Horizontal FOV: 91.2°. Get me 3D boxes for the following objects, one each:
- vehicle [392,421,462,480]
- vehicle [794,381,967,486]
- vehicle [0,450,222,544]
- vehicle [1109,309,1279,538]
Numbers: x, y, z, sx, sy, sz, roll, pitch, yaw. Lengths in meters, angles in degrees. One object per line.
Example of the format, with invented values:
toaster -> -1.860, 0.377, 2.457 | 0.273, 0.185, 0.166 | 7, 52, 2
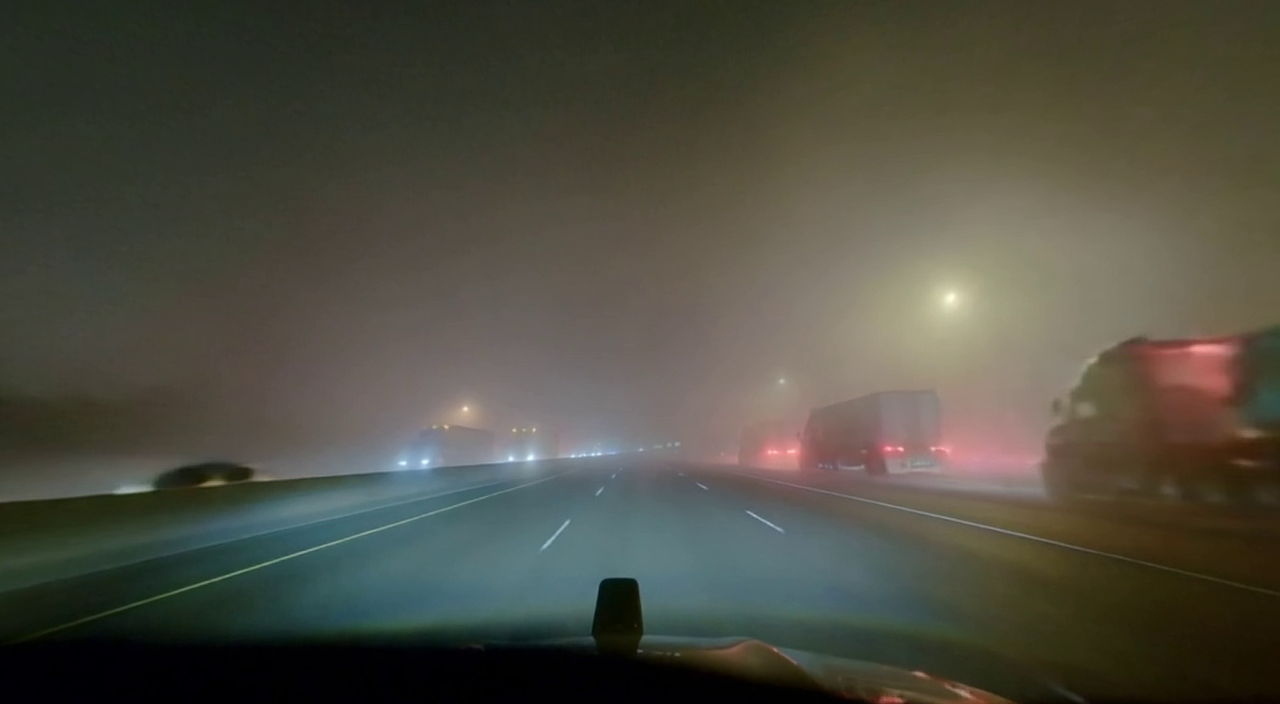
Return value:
vehicle -> -15.528, 7.248, 46.133 | 2.996, 3.975, 5.840 | -1, -9, 0
vehicle -> 11.071, 4.264, 31.509 | 2.850, 4.038, 14.497 | 0, -9, 0
vehicle -> -11.598, 2.963, 13.522 | 1.990, 1.644, 4.594 | 0, -9, -1
vehicle -> 11.348, 0.635, 6.746 | 2.741, 3.505, 12.591 | 0, -9, -1
